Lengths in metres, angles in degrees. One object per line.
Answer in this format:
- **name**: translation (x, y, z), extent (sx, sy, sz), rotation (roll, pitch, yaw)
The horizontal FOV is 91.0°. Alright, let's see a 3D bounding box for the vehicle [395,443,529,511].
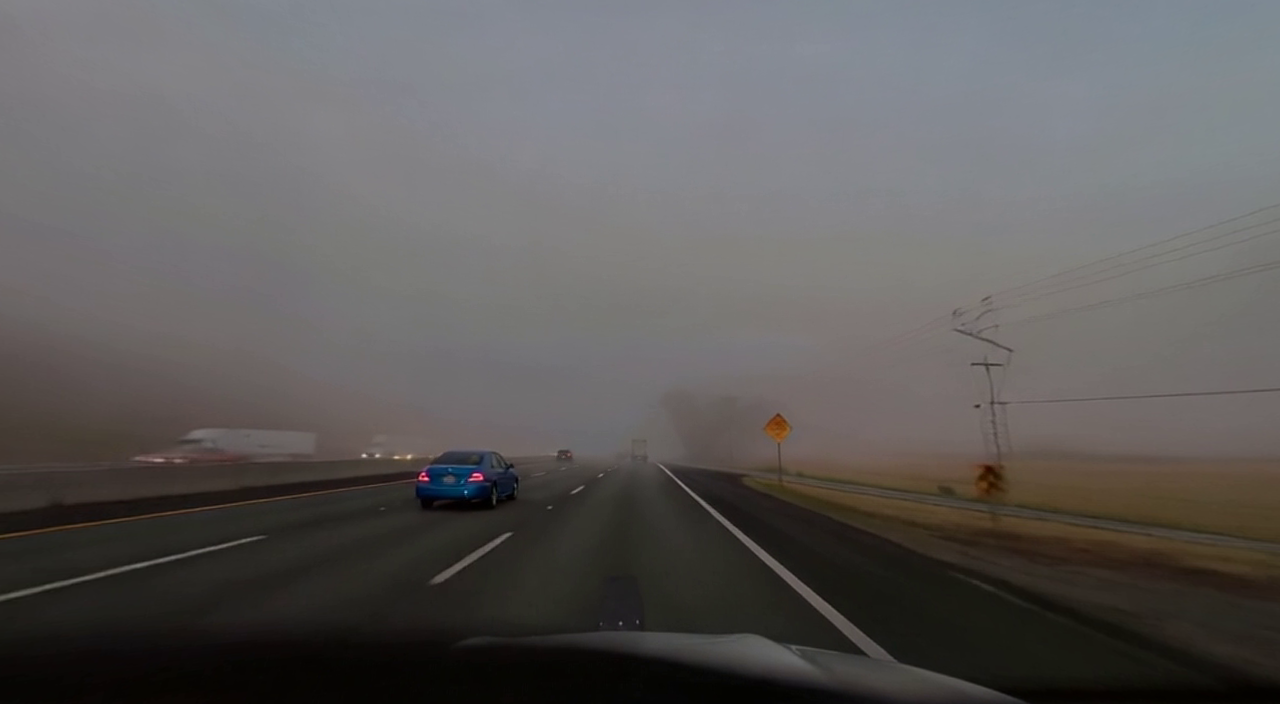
- **vehicle**: translation (-4.411, 3.161, 16.442), extent (2.104, 1.501, 4.459), rotation (0, -9, 1)
